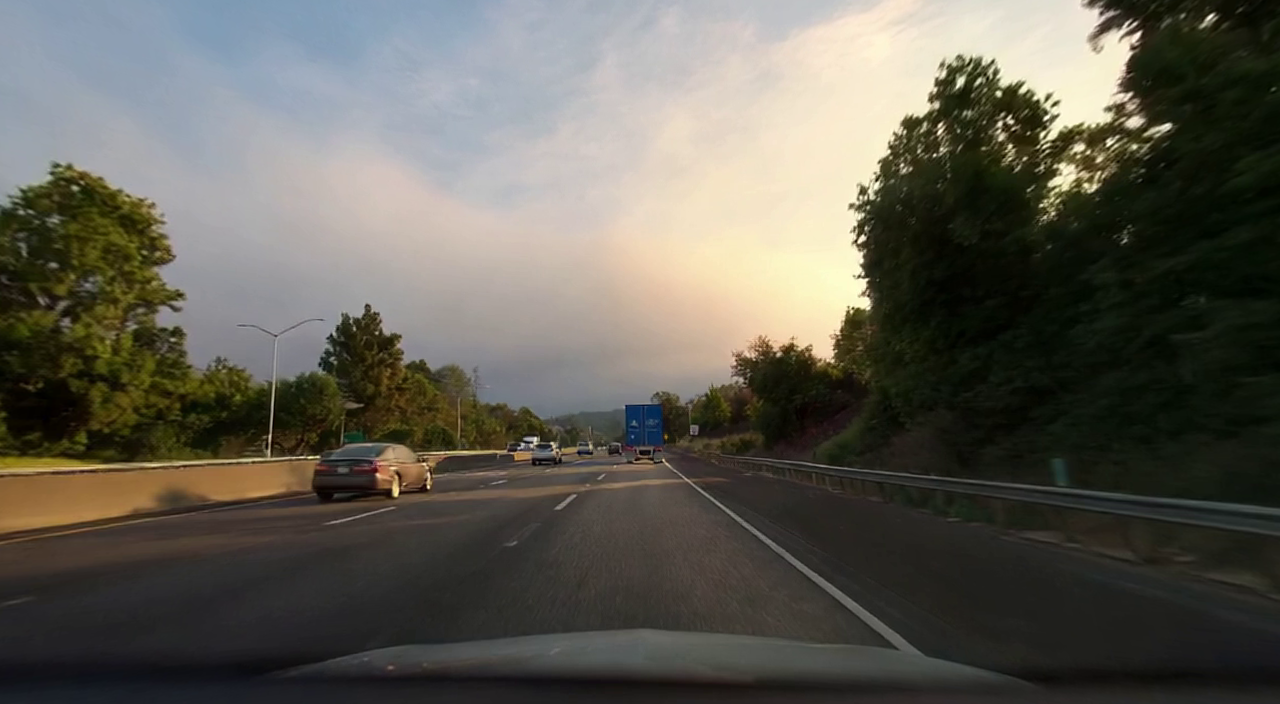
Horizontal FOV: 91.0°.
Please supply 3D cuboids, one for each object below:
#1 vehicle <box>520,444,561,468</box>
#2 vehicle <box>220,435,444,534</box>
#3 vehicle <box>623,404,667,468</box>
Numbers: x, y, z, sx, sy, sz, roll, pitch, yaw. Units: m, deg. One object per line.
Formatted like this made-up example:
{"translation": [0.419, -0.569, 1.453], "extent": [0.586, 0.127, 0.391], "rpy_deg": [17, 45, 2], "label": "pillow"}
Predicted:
{"translation": [-6.835, 7.200, 43.654], "extent": [2.050, 1.540, 4.766], "rpy_deg": [0, -9, 0], "label": "vehicle"}
{"translation": [-5.576, 2.442, 12.306], "extent": [2.017, 1.517, 4.766], "rpy_deg": [0, -9, -1], "label": "vehicle"}
{"translation": [0.323, 6.605, 48.665], "extent": [2.918, 4.124, 14.567], "rpy_deg": [0, -9, 0], "label": "vehicle"}
